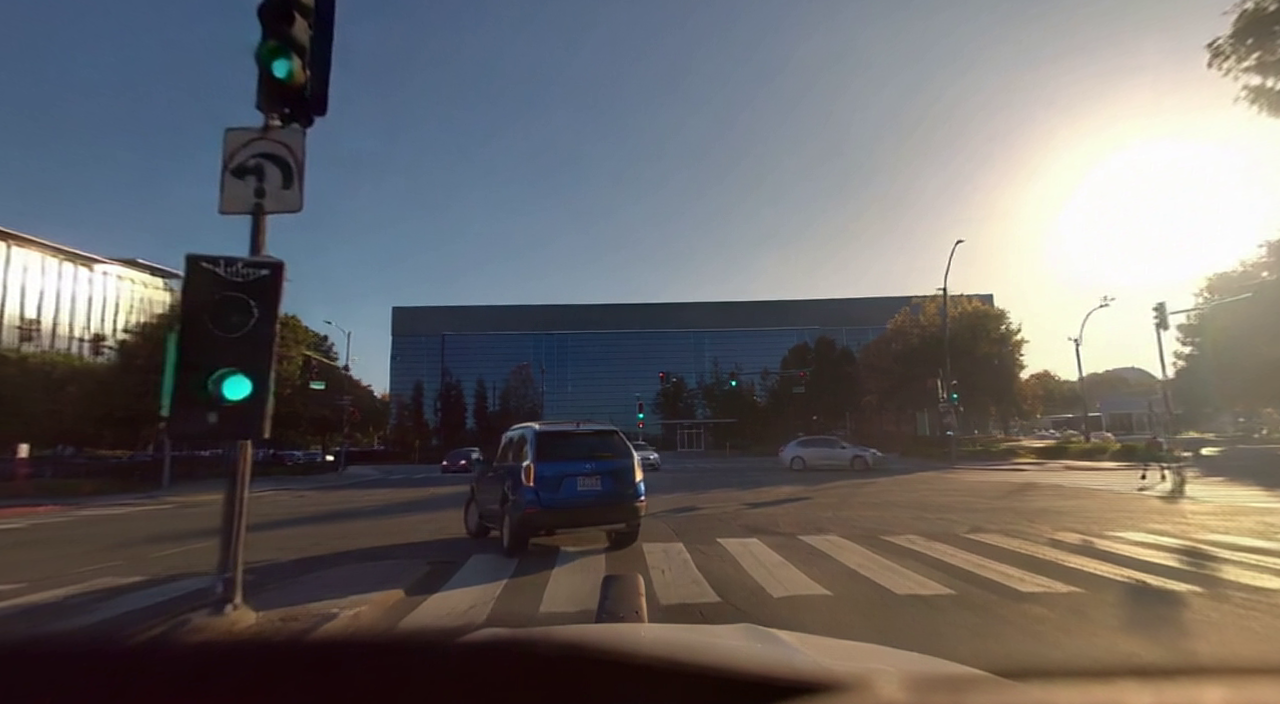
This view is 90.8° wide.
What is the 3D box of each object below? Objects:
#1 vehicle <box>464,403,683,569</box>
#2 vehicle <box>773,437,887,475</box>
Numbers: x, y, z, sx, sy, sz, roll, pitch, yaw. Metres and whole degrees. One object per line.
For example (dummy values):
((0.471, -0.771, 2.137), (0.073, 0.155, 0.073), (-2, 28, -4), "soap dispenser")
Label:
((-1.218, 1.804, 9.268), (2.085, 1.807, 4.038), (3, -9, -22), "vehicle")
((8.748, 4.794, 29.263), (4.529, 1.604, 2.130), (-6, -10, 35), "vehicle")
